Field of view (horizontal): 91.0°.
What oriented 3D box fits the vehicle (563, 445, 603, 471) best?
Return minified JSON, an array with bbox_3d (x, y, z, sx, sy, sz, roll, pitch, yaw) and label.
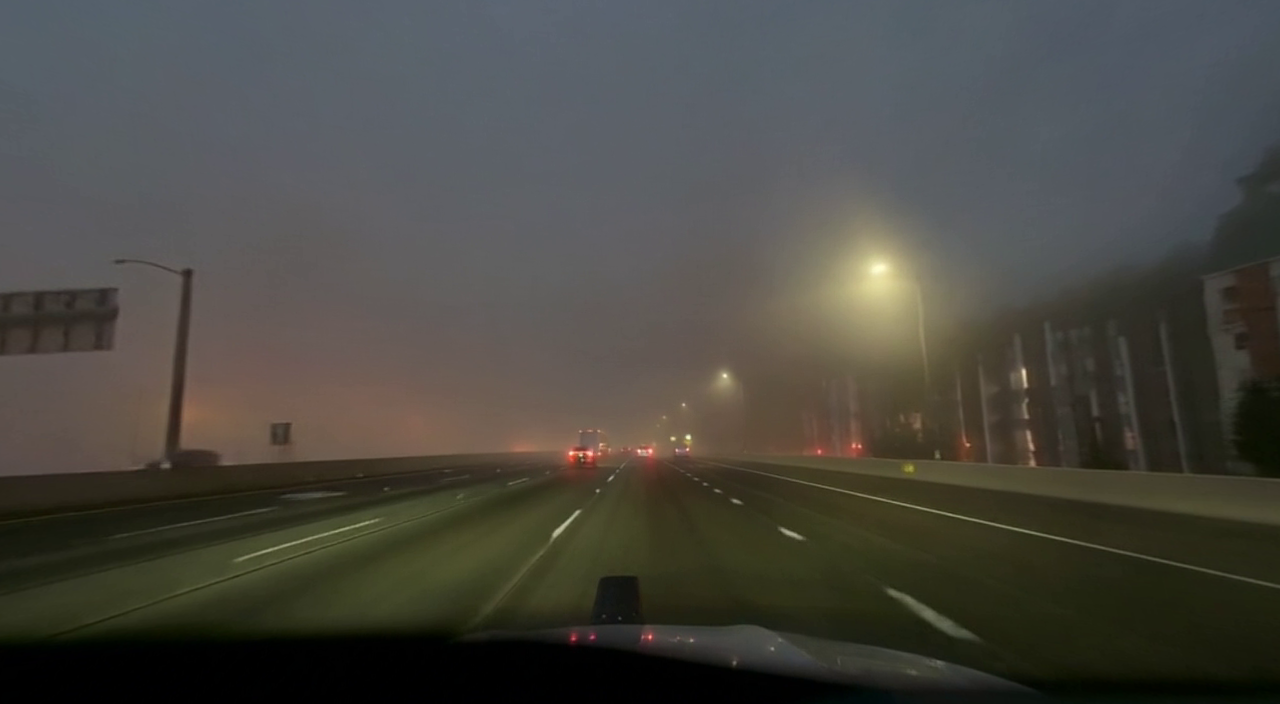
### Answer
[{"bbox_3d":[-3.639,6.889,41.147,2.195,1.630,4.336,0,-9,0],"label":"vehicle"}]
